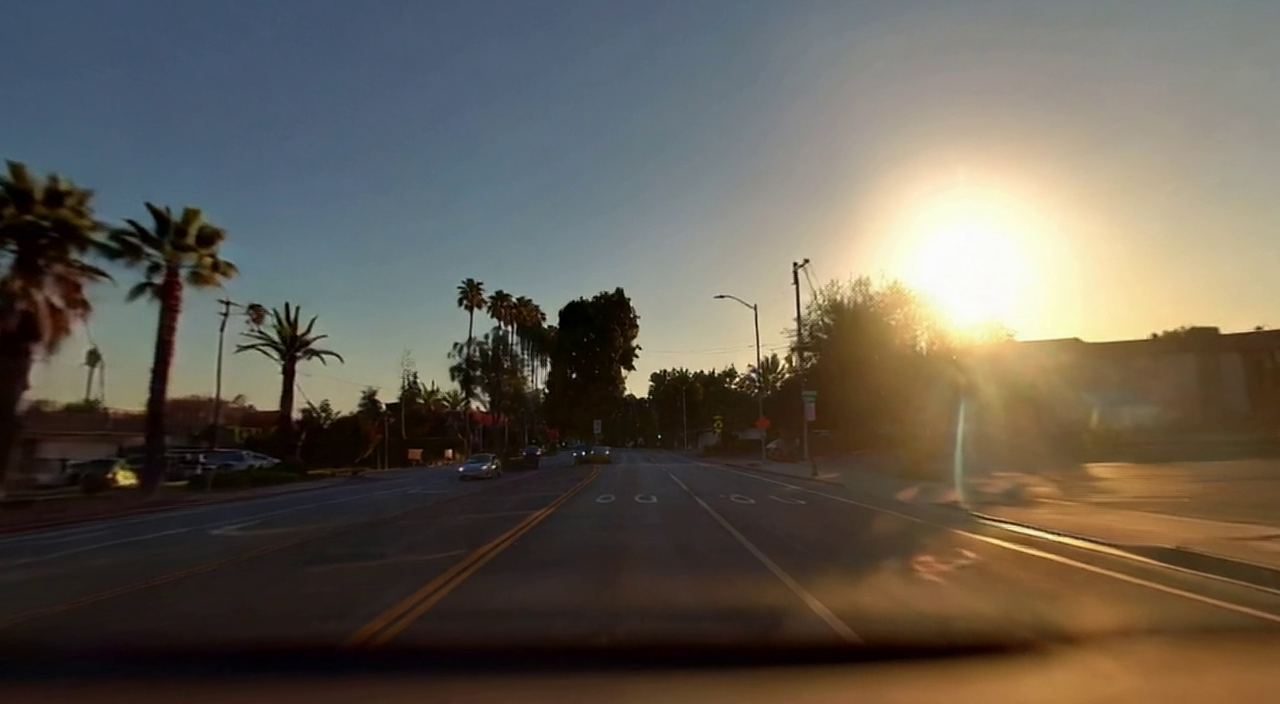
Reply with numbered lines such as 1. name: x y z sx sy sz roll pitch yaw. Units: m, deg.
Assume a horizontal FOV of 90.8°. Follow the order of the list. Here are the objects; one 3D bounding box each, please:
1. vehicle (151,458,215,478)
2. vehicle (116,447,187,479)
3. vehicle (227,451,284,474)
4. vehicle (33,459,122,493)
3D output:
1. vehicle: -35.625 9.006 49.361 1.783 1.440 4.423 0 -9 -2
2. vehicle: -38.362 8.702 49.776 1.950 2.284 4.544 0 -8 -2
3. vehicle: -29.972 8.597 49.440 1.914 1.709 4.579 1 -9 -5
4. vehicle: -28.014 6.130 31.450 4.634 1.513 1.841 -6 -10 30
